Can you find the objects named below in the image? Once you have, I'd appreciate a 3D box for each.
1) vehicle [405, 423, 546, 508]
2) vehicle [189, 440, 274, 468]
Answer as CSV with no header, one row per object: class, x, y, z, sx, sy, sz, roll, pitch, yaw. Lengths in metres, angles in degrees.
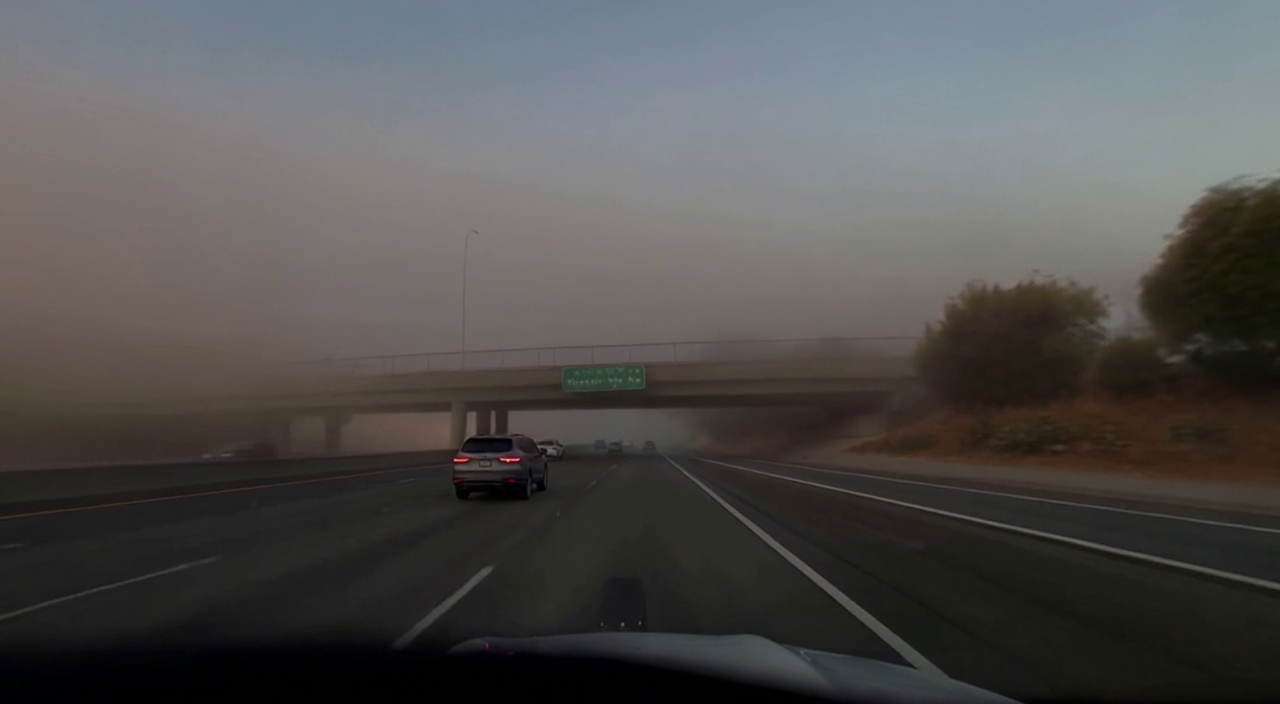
vehicle,-3.655,2.615,14.895,2.048,1.705,4.384,0,-8,1
vehicle,-29.345,7.305,45.393,2.213,1.868,5.794,0,-8,1
